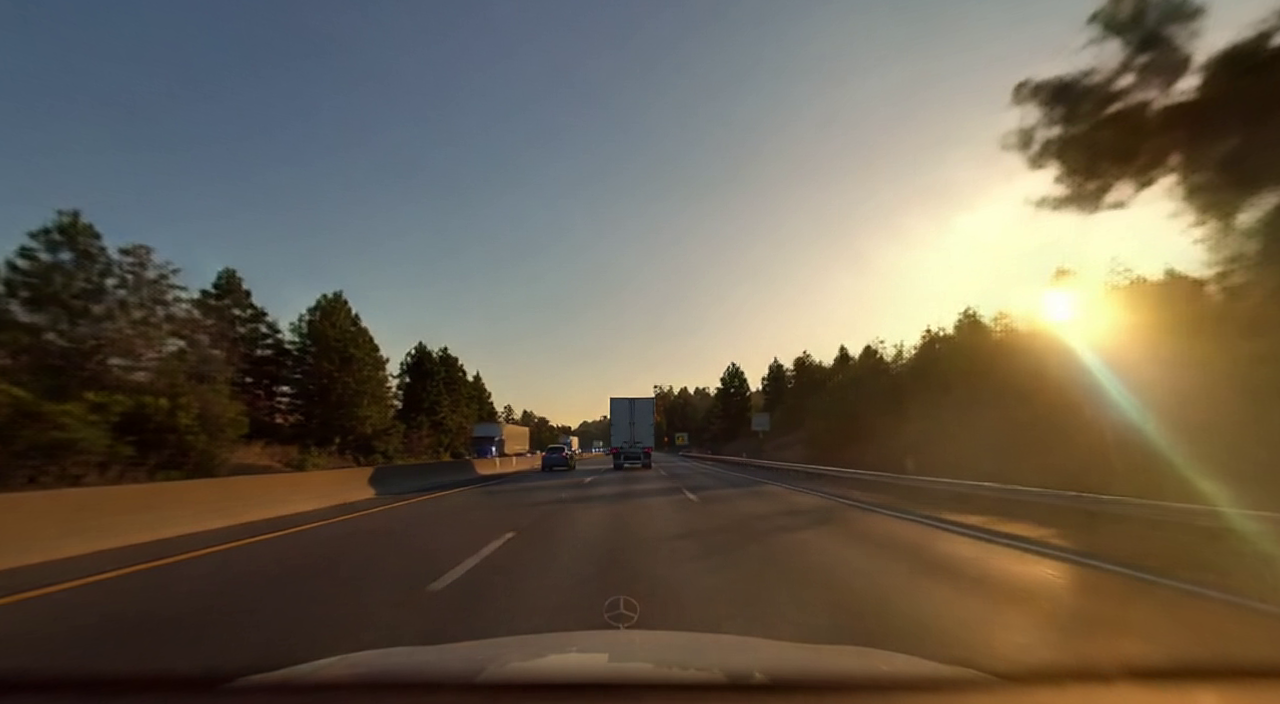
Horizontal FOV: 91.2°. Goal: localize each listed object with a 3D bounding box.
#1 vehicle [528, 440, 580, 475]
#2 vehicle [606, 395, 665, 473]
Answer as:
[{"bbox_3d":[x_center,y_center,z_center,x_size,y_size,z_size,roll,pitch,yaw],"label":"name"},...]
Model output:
[{"bbox_3d":[-4.331,5.412,32.308,2.112,1.645,4.129,0,-9,0],"label":"vehicle"},{"bbox_3d":[-0.288,5.123,38.448,3.100,4.091,10.664,0,-9,-1],"label":"vehicle"}]
